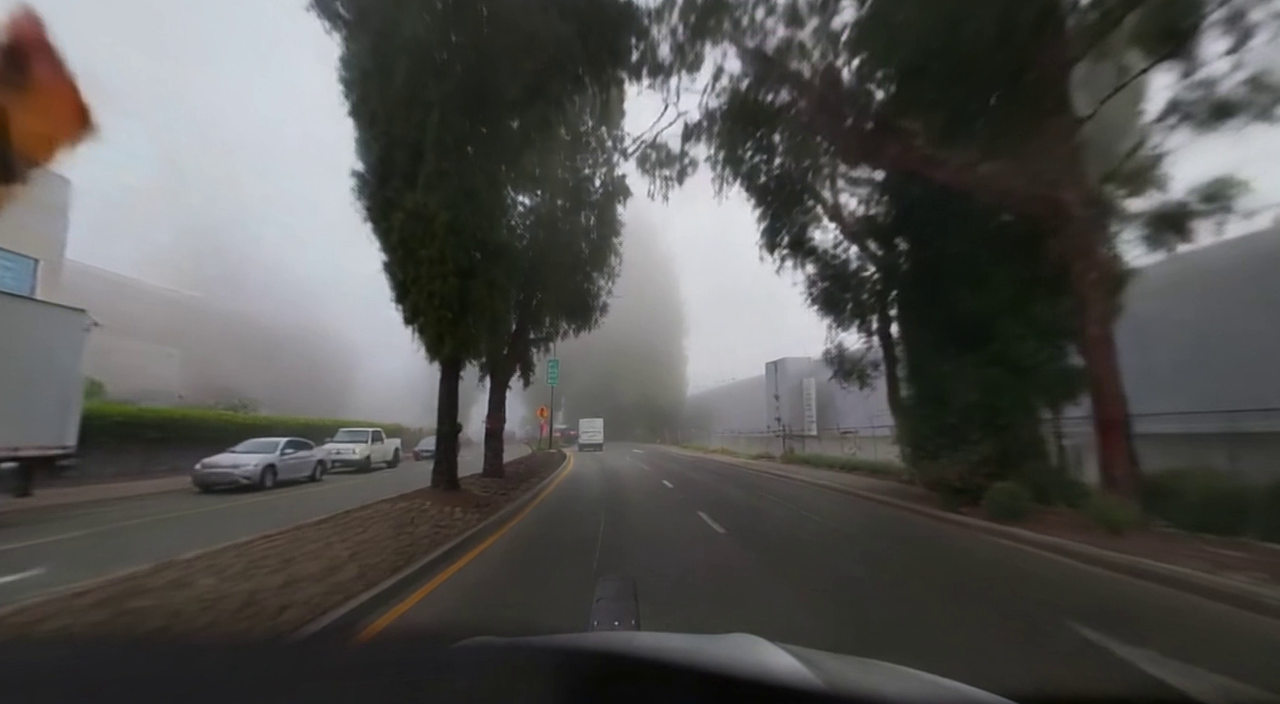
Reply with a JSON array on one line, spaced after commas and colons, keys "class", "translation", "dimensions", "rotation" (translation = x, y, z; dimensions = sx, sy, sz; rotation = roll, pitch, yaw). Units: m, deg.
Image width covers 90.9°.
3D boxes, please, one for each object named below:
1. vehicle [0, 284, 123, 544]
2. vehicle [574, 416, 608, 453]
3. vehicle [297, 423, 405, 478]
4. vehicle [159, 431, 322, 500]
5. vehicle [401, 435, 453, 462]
[{"class": "vehicle", "translation": [-10.176, 0.471, 5.825], "dimensions": [3.012, 3.547, 9.604], "rotation": [0, -8, -3]}, {"class": "vehicle", "translation": [-3.911, 6.488, 49.635], "dimensions": [2.276, 2.706, 5.232], "rotation": [1, -8, -9]}, {"class": "vehicle", "translation": [-11.224, 3.854, 25.000], "dimensions": [2.198, 1.916, 5.296], "rotation": [1, -8, -5]}, {"class": "vehicle", "translation": [-10.585, 2.984, 17.122], "dimensions": [1.926, 1.610, 4.079], "rotation": [0, -8, -3]}, {"class": "vehicle", "translation": [-12.302, 5.583, 36.682], "dimensions": [1.897, 1.515, 3.986], "rotation": [1, -8, -5]}]
